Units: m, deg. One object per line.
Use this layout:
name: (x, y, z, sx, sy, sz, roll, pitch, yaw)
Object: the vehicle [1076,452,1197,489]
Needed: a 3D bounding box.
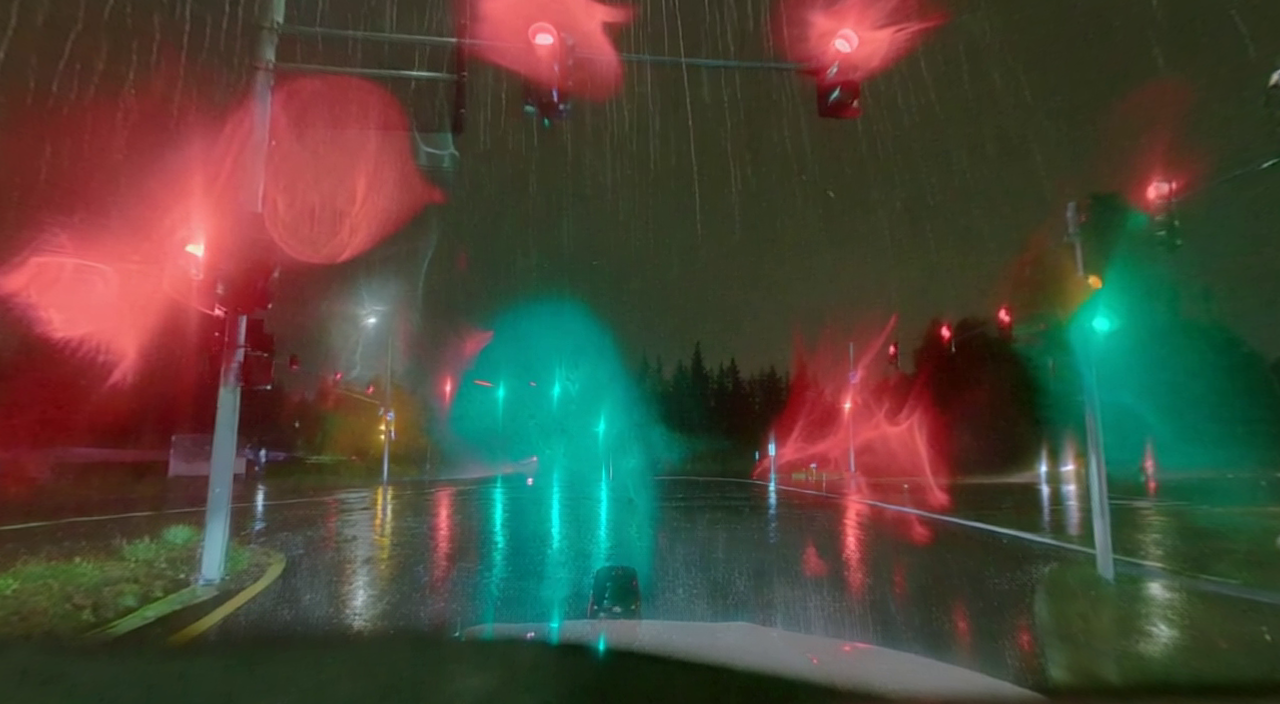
vehicle: (22.889, 5.466, 29.132, 3.998, 1.590, 1.936, 1, -10, -6)
